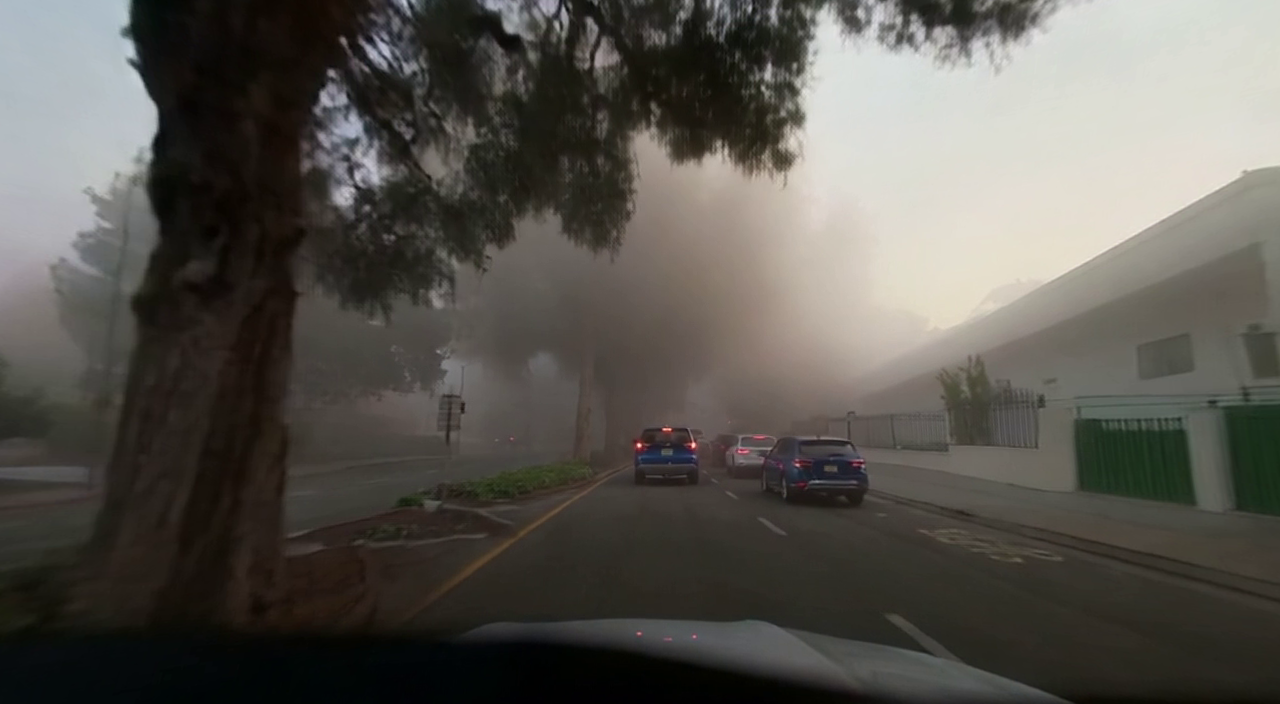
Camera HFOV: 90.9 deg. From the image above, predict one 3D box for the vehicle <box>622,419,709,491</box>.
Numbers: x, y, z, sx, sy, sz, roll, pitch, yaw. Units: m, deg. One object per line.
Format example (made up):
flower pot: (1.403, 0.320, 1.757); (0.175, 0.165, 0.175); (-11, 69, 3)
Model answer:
vehicle: (0.770, 3.141, 19.451); (2.386, 1.947, 4.168); (-1, -9, 2)

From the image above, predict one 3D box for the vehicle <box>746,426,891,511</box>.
vehicle: (4.035, 2.741, 15.295); (2.138, 1.699, 4.852); (0, -9, 1)
